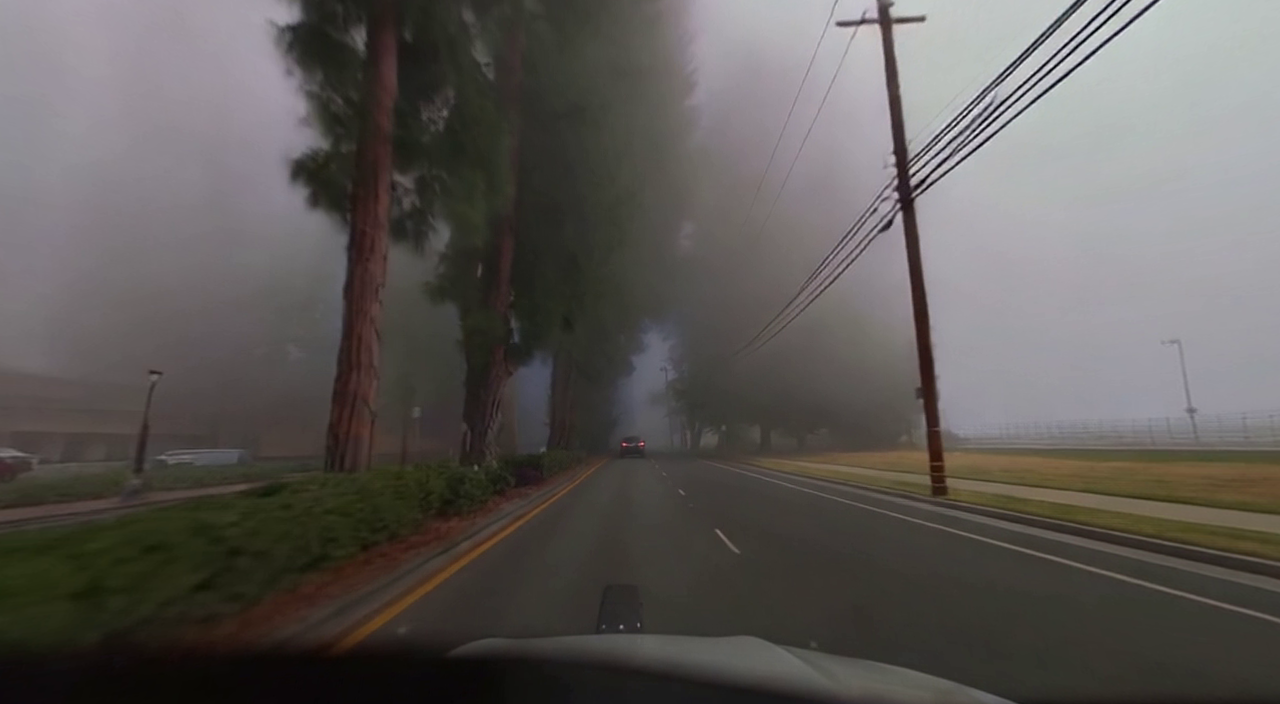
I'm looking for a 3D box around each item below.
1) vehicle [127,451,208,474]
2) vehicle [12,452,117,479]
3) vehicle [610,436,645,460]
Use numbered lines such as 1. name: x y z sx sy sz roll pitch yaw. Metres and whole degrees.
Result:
1. vehicle: -33.714 7.852 45.095 4.323 1.523 1.900 -1 -7 3
2. vehicle: -34.240 6.745 37.662 4.367 1.464 1.992 -1 -9 2
3. vehicle: -0.997 7.373 48.411 2.240 1.704 4.374 1 -9 -7
